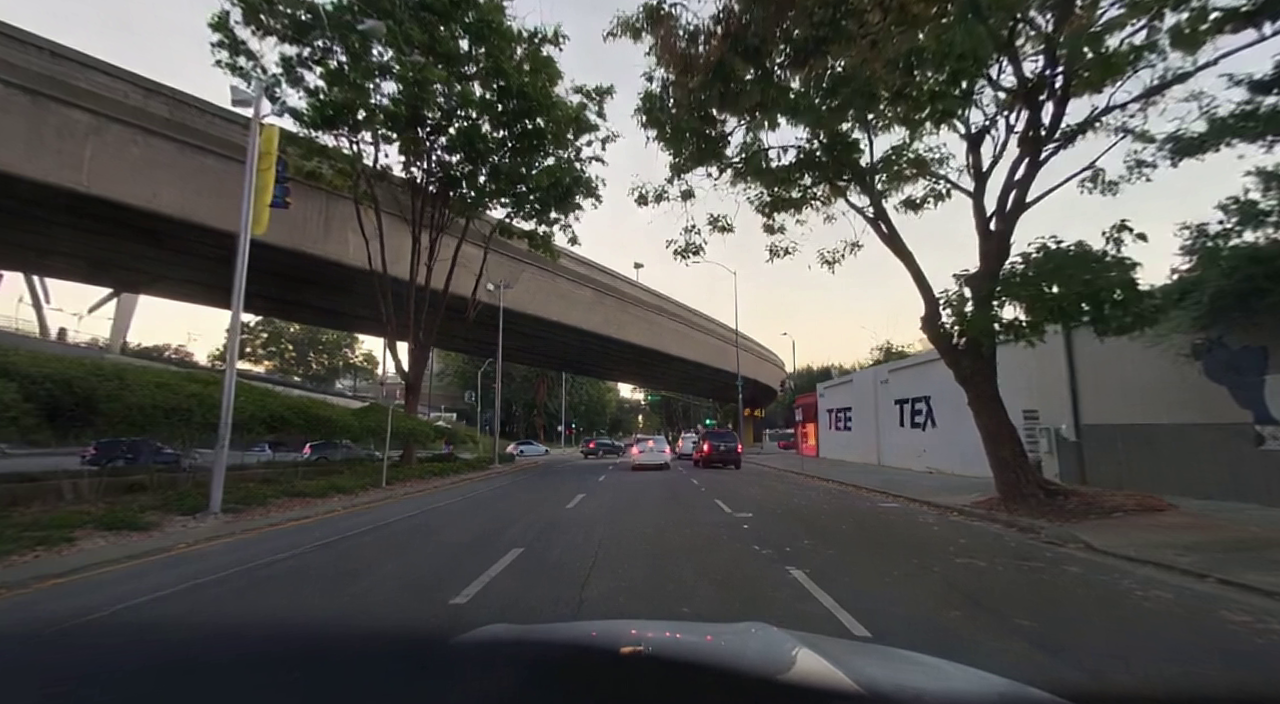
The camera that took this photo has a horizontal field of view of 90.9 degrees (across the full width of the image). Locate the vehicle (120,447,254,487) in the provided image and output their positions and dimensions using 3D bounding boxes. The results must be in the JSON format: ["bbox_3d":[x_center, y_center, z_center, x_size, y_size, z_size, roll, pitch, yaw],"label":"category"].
[{"bbox_3d":[-20.587,5.198,28.910,1.832,1.611,4.546,-4,-9,25],"label":"vehicle"}]

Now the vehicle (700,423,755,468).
[{"bbox_3d":[4.139,4.546,30.566,2.080,1.999,4.379,0,-8,1],"label":"vehicle"}]

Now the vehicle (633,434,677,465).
[{"bbox_3d":[0.721,4.966,32.150,2.101,1.467,4.210,0,-8,0],"label":"vehicle"}]

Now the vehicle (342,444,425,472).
[{"bbox_3d":[-15.362,6.345,38.000,1.860,1.543,4.302,-5,-10,32],"label":"vehicle"}]
